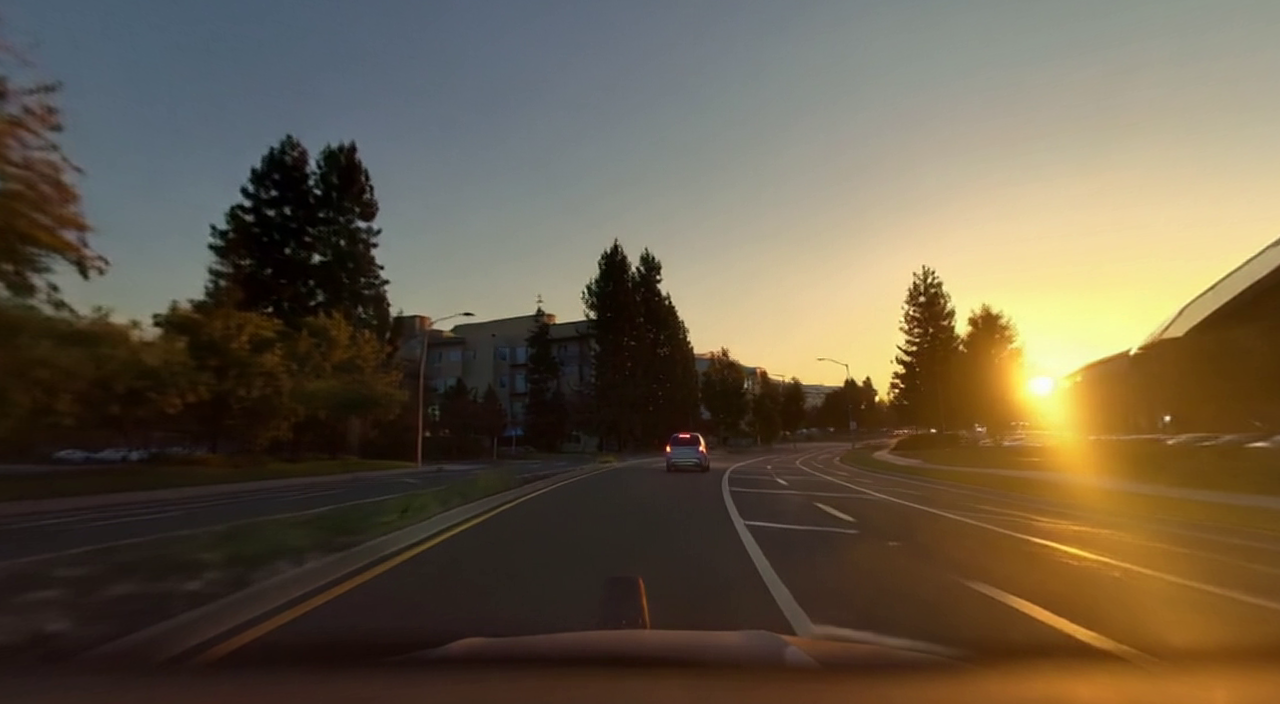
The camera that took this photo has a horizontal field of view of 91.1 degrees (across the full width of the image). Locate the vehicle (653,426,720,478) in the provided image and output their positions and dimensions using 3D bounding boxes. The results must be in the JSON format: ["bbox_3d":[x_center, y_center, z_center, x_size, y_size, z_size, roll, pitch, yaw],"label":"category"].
[{"bbox_3d":[2.102,4.204,26.644,2.371,1.926,5.615,-1,-9,9],"label":"vehicle"}]
